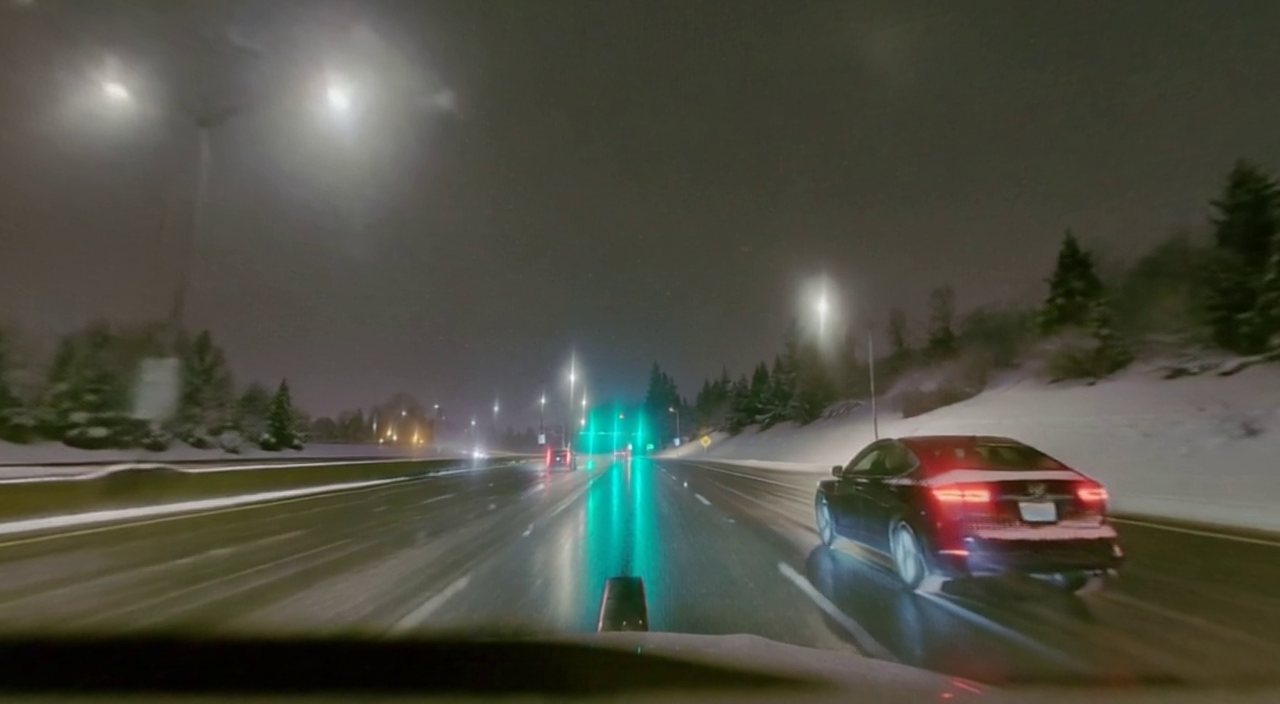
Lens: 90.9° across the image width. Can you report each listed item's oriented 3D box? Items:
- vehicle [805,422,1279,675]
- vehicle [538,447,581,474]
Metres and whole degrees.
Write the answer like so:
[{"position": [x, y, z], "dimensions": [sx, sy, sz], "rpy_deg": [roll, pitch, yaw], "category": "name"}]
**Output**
[{"position": [3.297, 1.533, 6.215], "dimensions": [2.030, 1.490, 4.737], "rpy_deg": [0, -8, 0], "category": "vehicle"}, {"position": [-4.723, 6.377, 37.419], "dimensions": [2.014, 1.481, 4.156], "rpy_deg": [0, -8, 0], "category": "vehicle"}]
